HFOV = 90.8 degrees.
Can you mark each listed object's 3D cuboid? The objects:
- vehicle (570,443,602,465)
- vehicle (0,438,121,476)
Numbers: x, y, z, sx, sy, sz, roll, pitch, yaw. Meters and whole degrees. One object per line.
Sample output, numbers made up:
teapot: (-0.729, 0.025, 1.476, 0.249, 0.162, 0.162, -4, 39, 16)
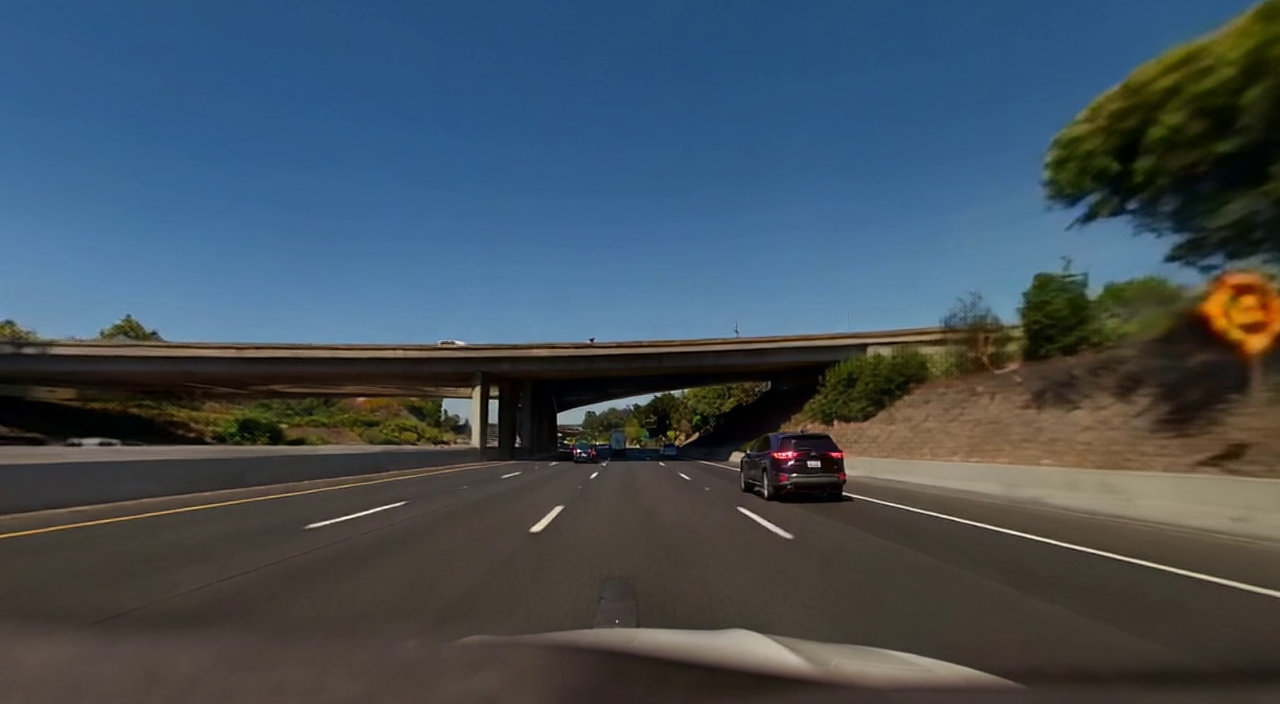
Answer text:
vehicle: (-3.915, 7.522, 46.741, 2.037, 1.514, 4.335, 0, -8, -1)
vehicle: (-24.620, 4.389, 26.630, 1.889, 1.472, 4.455, 0, -8, -4)
